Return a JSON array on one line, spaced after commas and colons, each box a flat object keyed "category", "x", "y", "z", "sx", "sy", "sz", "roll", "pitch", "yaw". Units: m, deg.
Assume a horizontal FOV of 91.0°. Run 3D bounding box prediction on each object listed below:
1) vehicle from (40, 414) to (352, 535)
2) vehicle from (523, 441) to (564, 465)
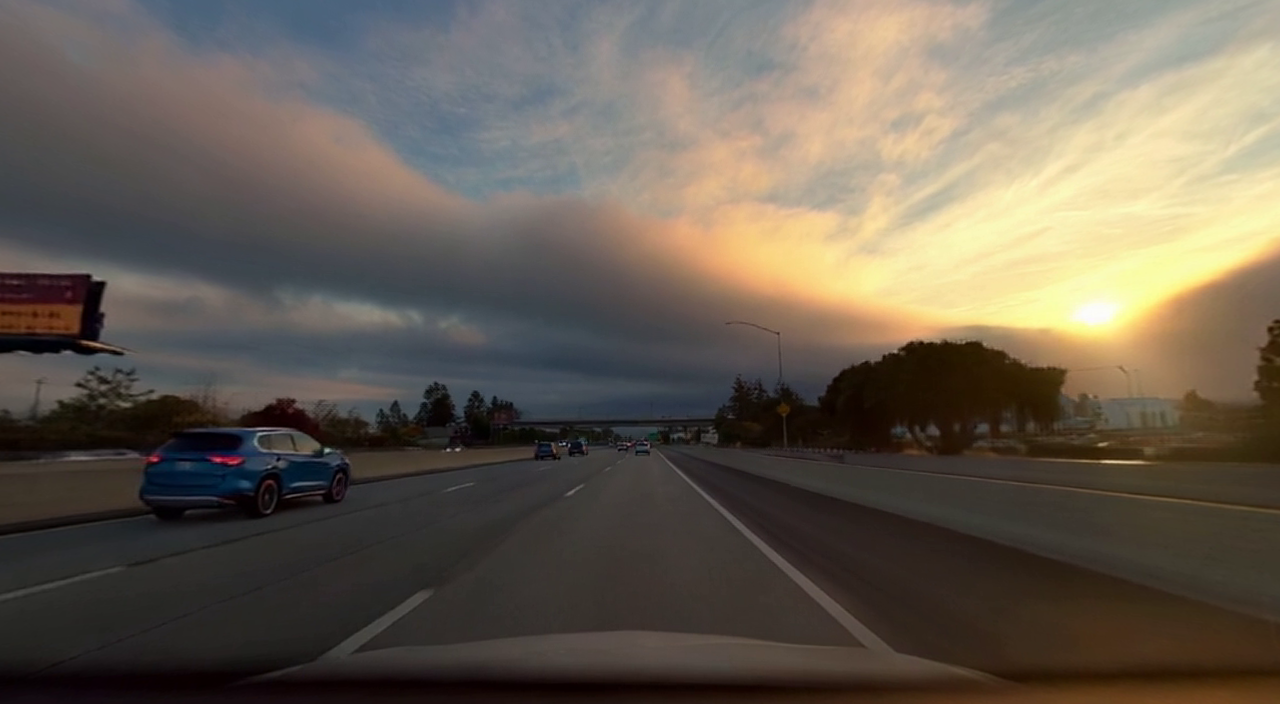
[{"category": "vehicle", "x": -7.396, "y": 2.092, "z": 11.355, "sx": 2.055, "sy": 1.683, "sz": 4.804, "roll": 0, "pitch": -9, "yaw": 1}, {"category": "vehicle", "x": -6.644, "y": 6.986, "z": 43.786, "sx": 2.008, "sy": 1.520, "sz": 4.731, "roll": 0, "pitch": -9, "yaw": 2}]
